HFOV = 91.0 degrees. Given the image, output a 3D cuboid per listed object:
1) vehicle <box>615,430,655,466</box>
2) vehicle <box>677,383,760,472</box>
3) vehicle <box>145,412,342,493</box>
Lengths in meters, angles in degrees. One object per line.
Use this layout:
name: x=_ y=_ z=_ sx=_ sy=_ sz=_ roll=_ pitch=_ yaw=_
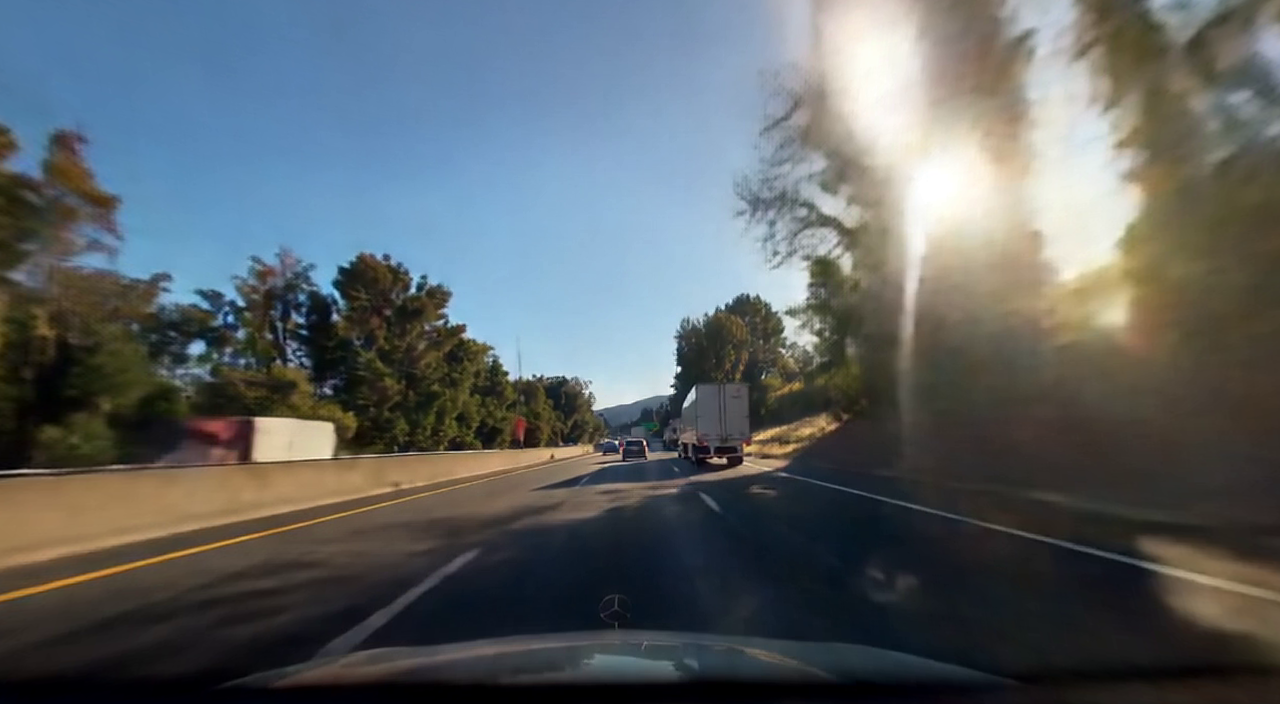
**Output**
vehicle: x=-0.222 y=5.657 z=37.210 sx=2.211 sy=1.933 sz=4.315 roll=-1 pitch=-8 yaw=1
vehicle: x=4.074 y=4.535 z=36.596 sx=3.005 sy=4.121 sz=14.417 roll=0 pitch=-8 yaw=0
vehicle: x=-16.330 y=4.224 z=26.970 sx=2.976 sy=2.894 sz=8.084 roll=-1 pitch=-8 yaw=2
